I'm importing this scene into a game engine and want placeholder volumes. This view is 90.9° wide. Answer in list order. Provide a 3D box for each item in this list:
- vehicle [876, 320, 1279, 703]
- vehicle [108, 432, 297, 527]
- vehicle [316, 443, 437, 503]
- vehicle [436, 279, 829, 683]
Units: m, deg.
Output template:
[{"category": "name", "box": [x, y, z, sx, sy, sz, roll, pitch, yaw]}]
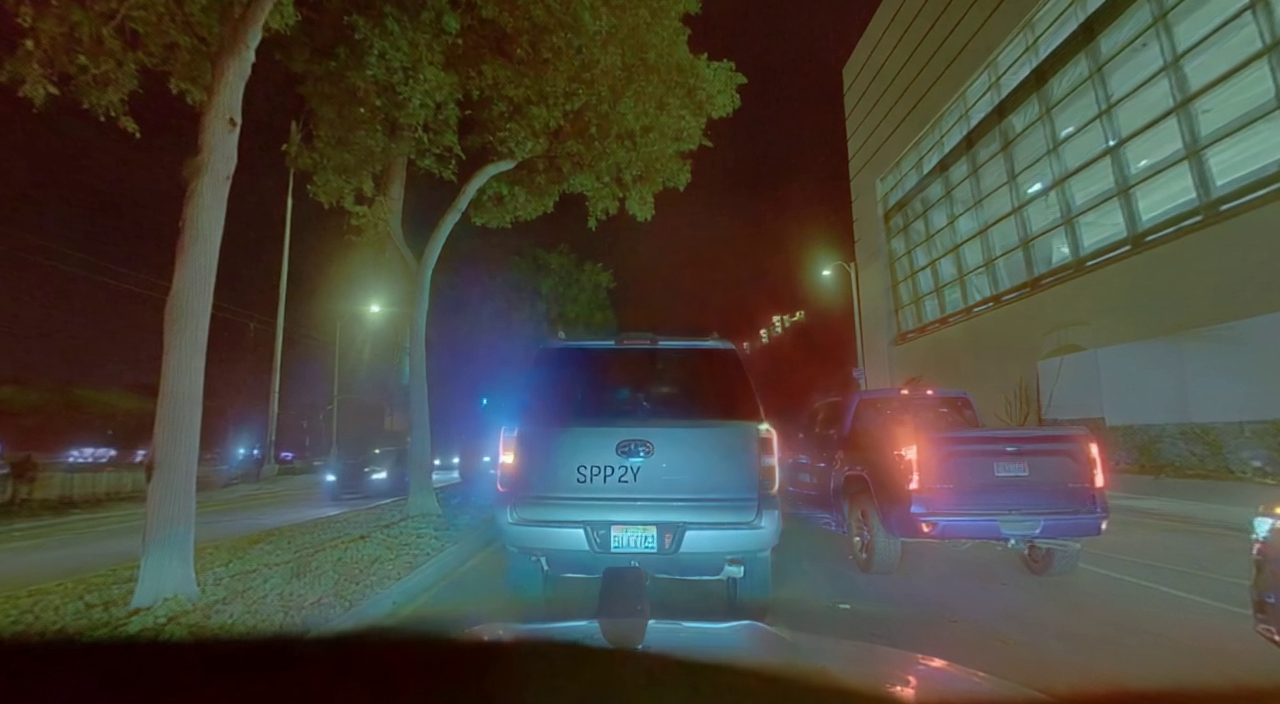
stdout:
[{"category": "vehicle", "box": [3.076, 0.985, 3.460, 2.022, 1.700, 4.410, 0, -8, 3]}, {"category": "vehicle", "box": [-16.054, 4.624, 23.772, 2.741, 2.730, 6.221, -7, -8, -1]}, {"category": "vehicle", "box": [-9.125, 4.201, 22.388, 2.128, 1.868, 4.863, 0, -8, 1]}, {"category": "vehicle", "box": [0.014, 1.042, 5.971, 2.267, 2.372, 4.366, 0, -8, 2]}]
